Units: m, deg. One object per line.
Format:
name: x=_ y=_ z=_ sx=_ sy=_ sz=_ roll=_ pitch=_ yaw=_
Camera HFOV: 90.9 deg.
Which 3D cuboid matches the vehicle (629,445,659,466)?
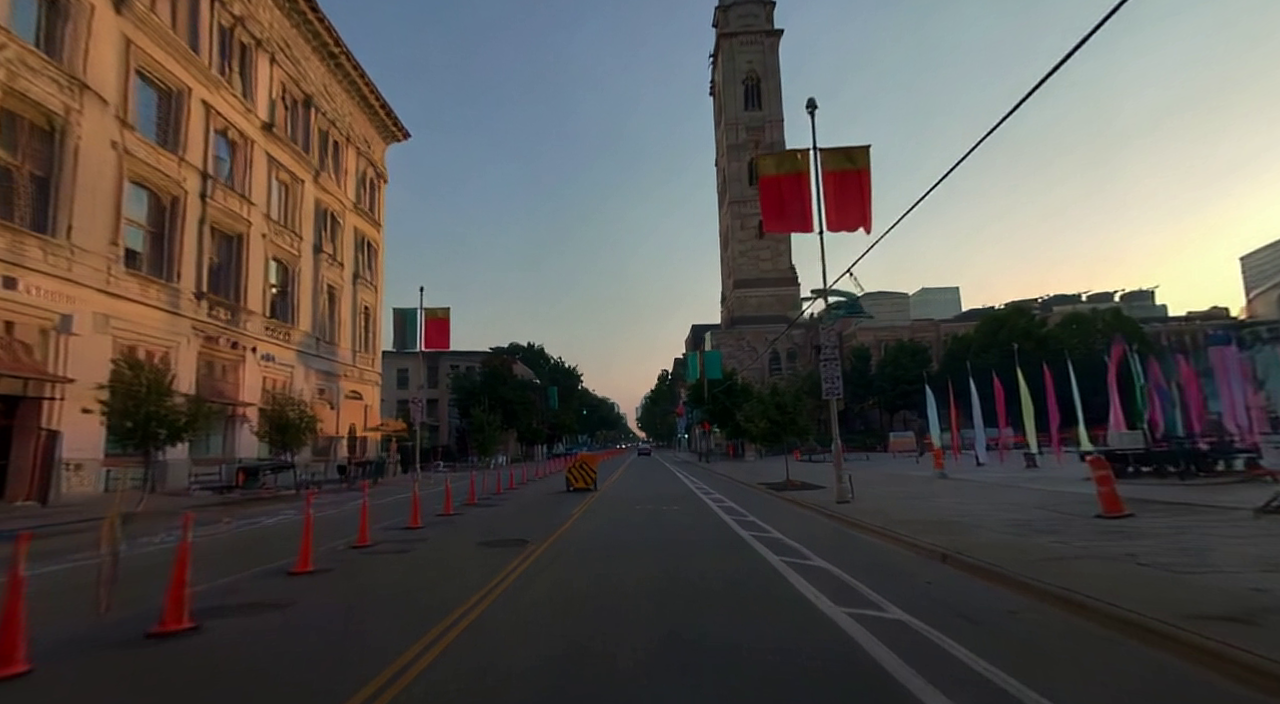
vehicle: x=0.342 y=7.877 z=48.156 sx=2.216 sy=1.492 sz=4.725 roll=0 pitch=-8 yaw=1
